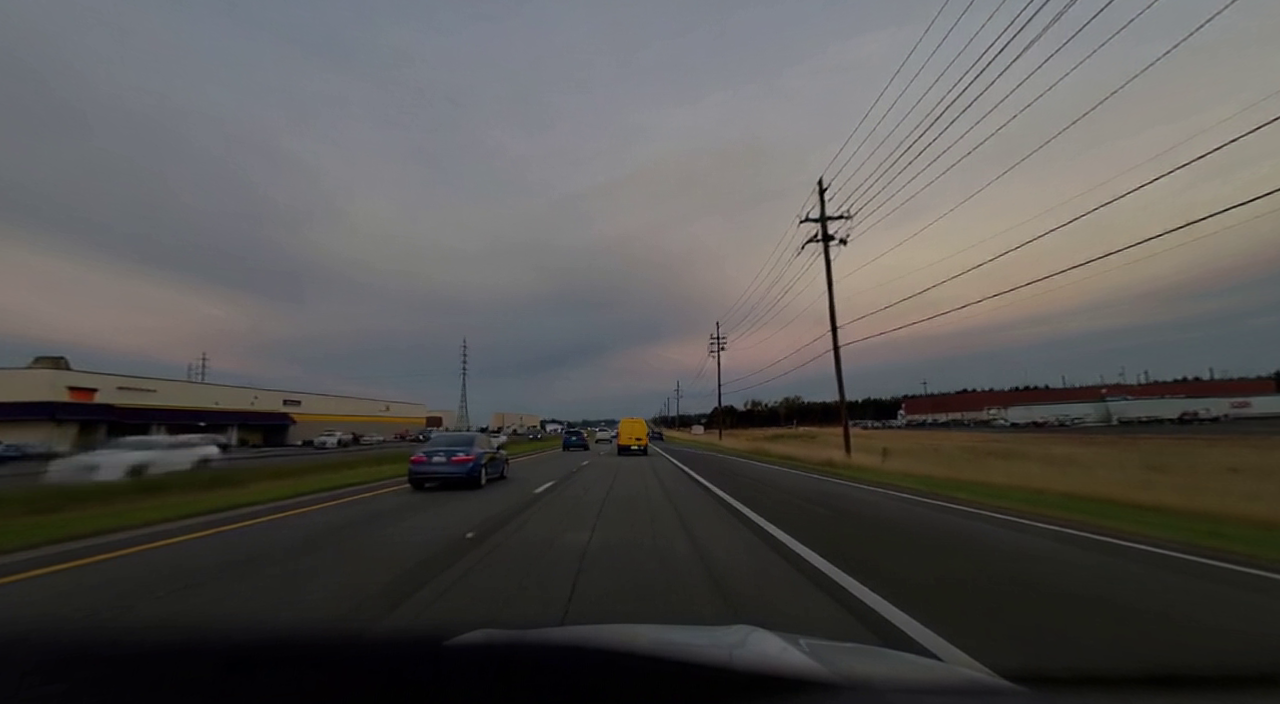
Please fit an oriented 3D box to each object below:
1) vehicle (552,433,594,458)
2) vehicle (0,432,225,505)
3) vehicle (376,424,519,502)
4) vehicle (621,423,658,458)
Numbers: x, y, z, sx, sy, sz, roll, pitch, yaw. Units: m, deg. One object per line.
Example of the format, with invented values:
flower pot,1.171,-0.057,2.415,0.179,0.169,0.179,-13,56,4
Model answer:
vehicle,-4.079,5.777,39.029,2.087,1.464,4.853,0,-8,0
vehicle,-13.058,2.853,15.998,1.915,1.557,4.512,0,-8,0
vehicle,-4.299,2.528,14.818,2.058,1.557,4.125,0,-8,0
vehicle,-0.078,5.543,39.522,2.213,1.997,4.456,0,-8,-1
